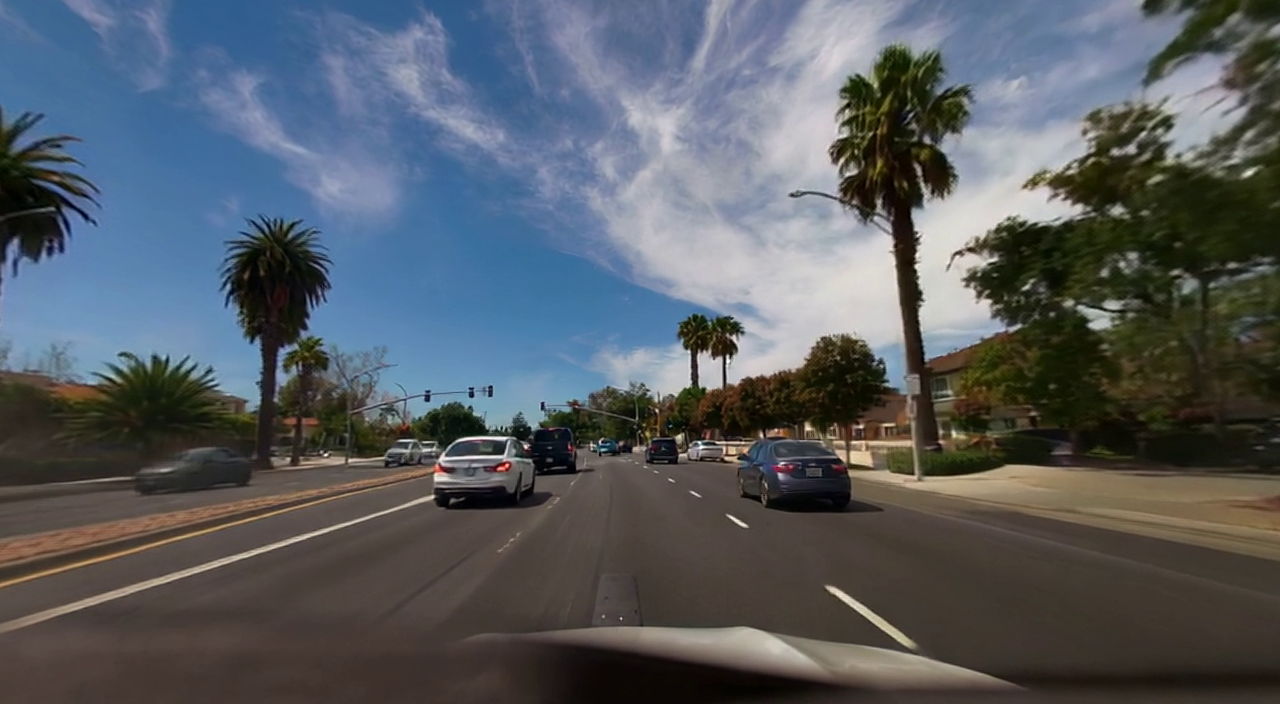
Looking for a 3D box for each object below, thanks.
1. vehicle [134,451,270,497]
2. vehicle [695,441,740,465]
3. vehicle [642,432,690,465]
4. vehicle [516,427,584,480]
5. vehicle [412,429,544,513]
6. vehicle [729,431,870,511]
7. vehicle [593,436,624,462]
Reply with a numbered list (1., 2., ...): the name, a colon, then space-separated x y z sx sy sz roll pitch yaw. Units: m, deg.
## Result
1. vehicle: -15.600 4.324 22.851 2.004 1.465 4.300 0 -9 -3
2. vehicle: 5.101 6.758 42.360 1.989 1.459 4.700 1 -9 -6
3. vehicle: 1.582 6.230 40.758 2.391 1.960 5.600 1 -9 -5
4. vehicle: -3.625 4.245 26.701 2.354 1.948 6.355 0 -9 -4
5. vehicle: -3.383 2.563 14.060 1.922 1.577 4.140 0 -9 -2
6. vehicle: 3.313 2.555 14.007 1.870 1.491 4.009 0 -9 -3
7. vehicle: -2.470 7.439 48.385 2.164 1.867 4.254 1 -9 -6
